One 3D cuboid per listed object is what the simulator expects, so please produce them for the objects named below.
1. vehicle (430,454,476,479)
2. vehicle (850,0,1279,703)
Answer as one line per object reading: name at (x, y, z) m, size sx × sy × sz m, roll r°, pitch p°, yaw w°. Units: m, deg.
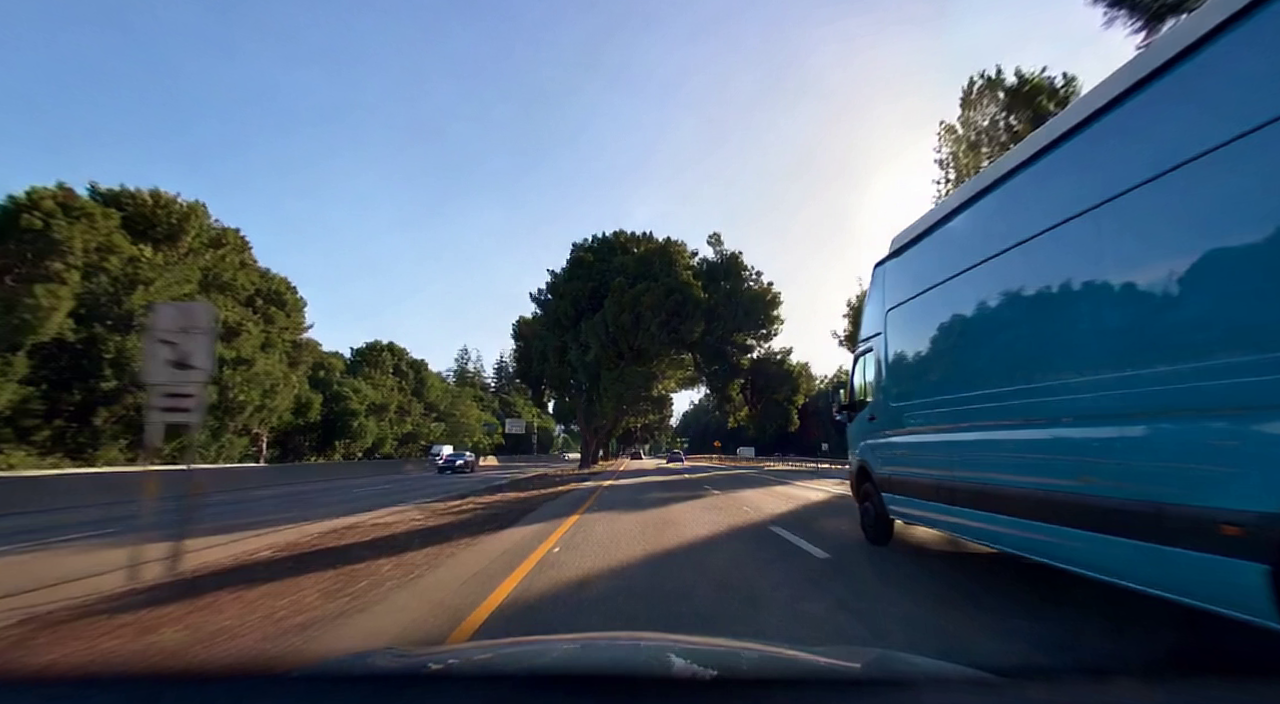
vehicle at (-12.488, 7.644, 42.360) m, size 1.838 × 1.582 × 3.879 m, roll 0°, pitch -9°, yaw 0°
vehicle at (4.076, 0.086, 4.343) m, size 3.012 × 3.933 × 6.192 m, roll 0°, pitch -9°, yaw 0°
